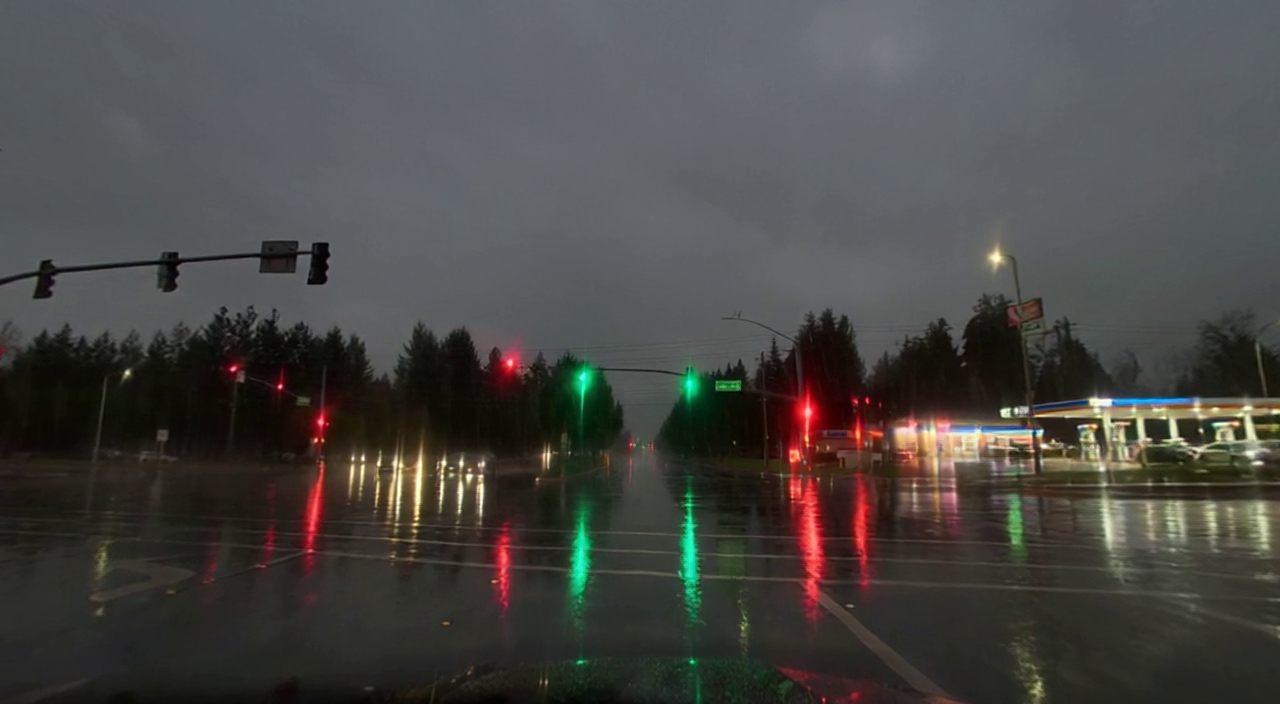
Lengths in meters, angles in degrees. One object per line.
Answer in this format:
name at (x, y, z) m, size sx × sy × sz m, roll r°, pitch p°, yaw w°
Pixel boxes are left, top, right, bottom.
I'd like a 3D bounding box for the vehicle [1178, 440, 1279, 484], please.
vehicle at (22.101, 3.779, 21.828) m, size 4.716 × 1.455 × 2.060 m, roll -3°, pitch -9°, yaw 17°
